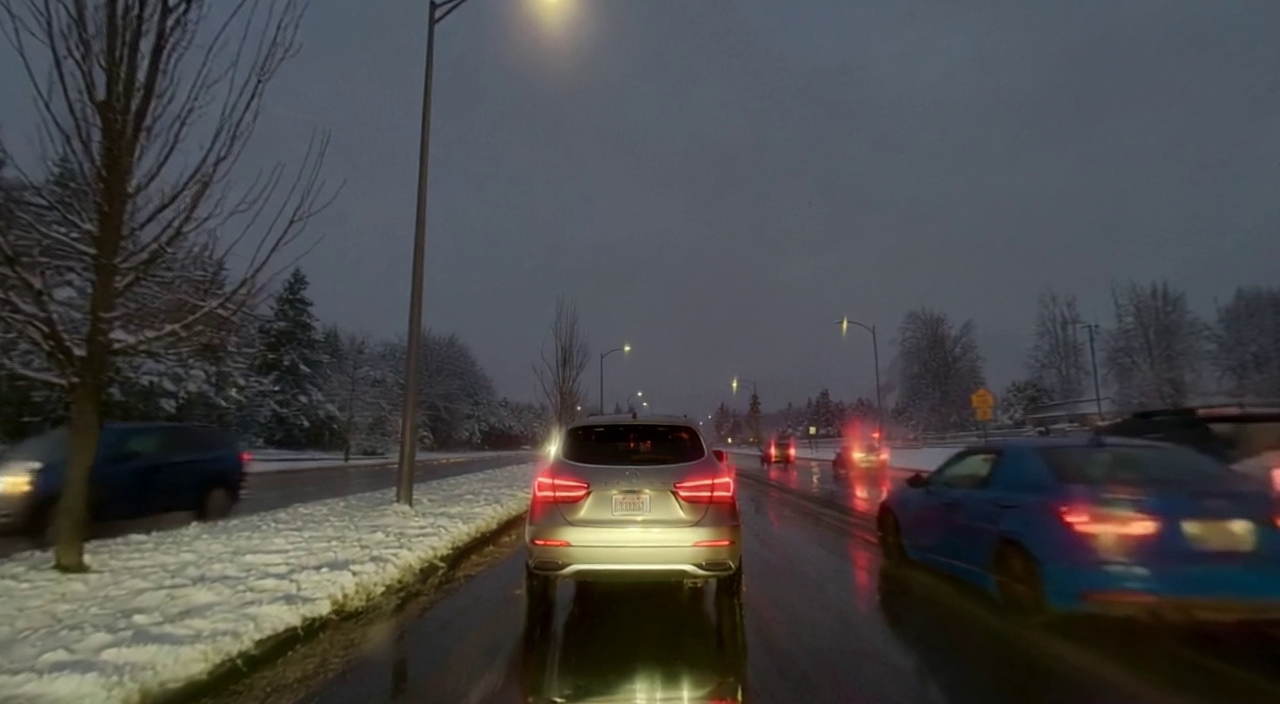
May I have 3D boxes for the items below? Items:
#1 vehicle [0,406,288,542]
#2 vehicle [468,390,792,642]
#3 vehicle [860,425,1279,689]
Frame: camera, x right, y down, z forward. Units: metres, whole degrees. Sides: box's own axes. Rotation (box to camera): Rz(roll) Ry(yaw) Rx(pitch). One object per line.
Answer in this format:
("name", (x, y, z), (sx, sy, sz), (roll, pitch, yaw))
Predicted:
("vehicle", (-9.742, 2.189, 11.979), (2.575, 1.940, 5.755), (0, -9, 2))
("vehicle", (-0.083, 1.408, 6.340), (2.172, 1.694, 4.055), (0, -8, 0))
("vehicle", (3.845, 1.485, 5.774), (2.058, 1.468, 4.339), (0, -9, 0))
